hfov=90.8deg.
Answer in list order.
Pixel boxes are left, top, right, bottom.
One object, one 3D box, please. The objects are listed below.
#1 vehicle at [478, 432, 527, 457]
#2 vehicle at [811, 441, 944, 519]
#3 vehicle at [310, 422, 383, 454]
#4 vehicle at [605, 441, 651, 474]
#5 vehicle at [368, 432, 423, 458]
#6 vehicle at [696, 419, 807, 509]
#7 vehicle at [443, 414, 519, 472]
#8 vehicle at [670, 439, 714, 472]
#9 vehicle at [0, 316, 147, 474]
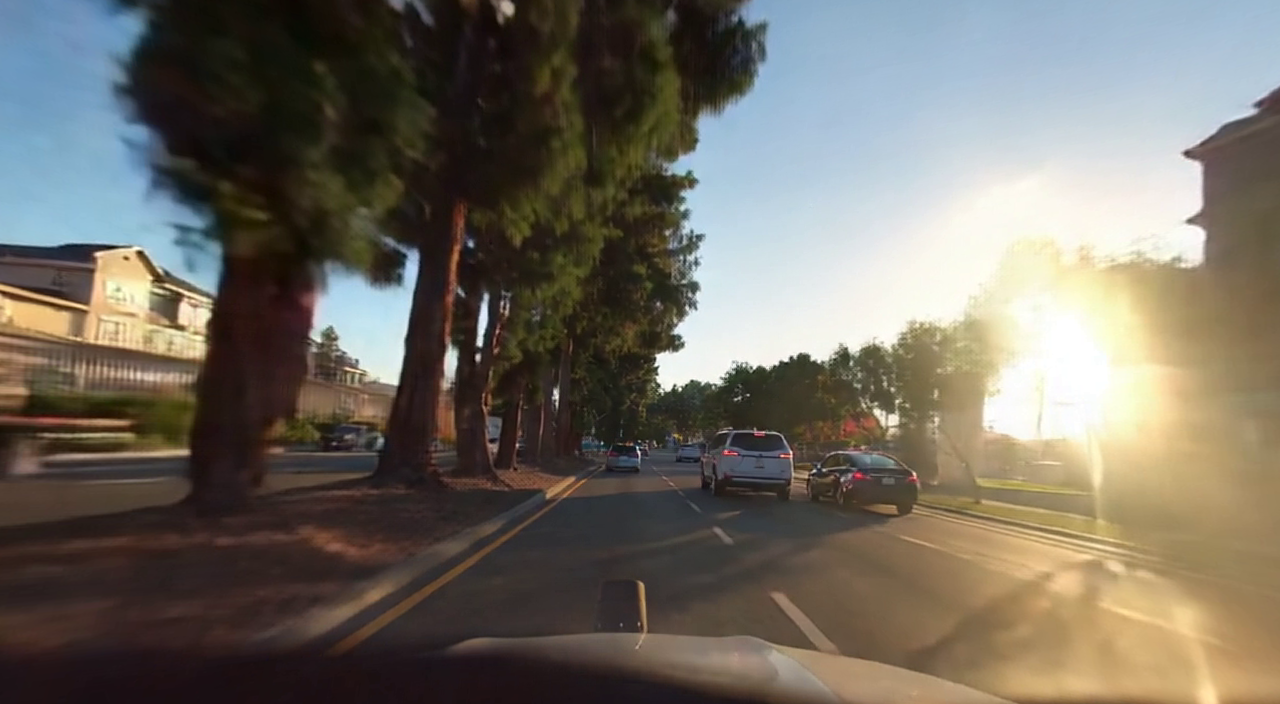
[{"bbox_3d":[-8.703,5.923,40.348,1.981,1.514,4.323,0,-8,2],"label":"vehicle"},{"bbox_3d":[6.242,3.375,17.233,1.913,1.777,4.269,2,-8,-1],"label":"vehicle"},{"bbox_3d":[-19.433,5.834,42.181,2.226,1.925,5.293,1,-10,1],"label":"vehicle"},{"bbox_3d":[-0.566,5.129,30.919,2.119,1.460,3.847,0,-8,-1],"label":"vehicle"},{"bbox_3d":[-15.679,5.971,40.734,1.770,1.461,4.336,4,-8,0],"label":"vehicle"},{"bbox_3d":[2.778,2.894,16.709,2.035,1.940,4.299,3,-9,-1],"label":"vehicle"},{"bbox_3d":[-11.717,6.636,47.680,2.947,3.206,10.111,0,-1,1],"label":"vehicle"},{"bbox_3d":[2.817,5.718,35.086,1.922,1.708,4.126,0,-8,-2],"label":"vehicle"},{"bbox_3d":[-15.694,0.614,11.674,2.944,3.472,12.516,0,-8,1],"label":"vehicle"}]
